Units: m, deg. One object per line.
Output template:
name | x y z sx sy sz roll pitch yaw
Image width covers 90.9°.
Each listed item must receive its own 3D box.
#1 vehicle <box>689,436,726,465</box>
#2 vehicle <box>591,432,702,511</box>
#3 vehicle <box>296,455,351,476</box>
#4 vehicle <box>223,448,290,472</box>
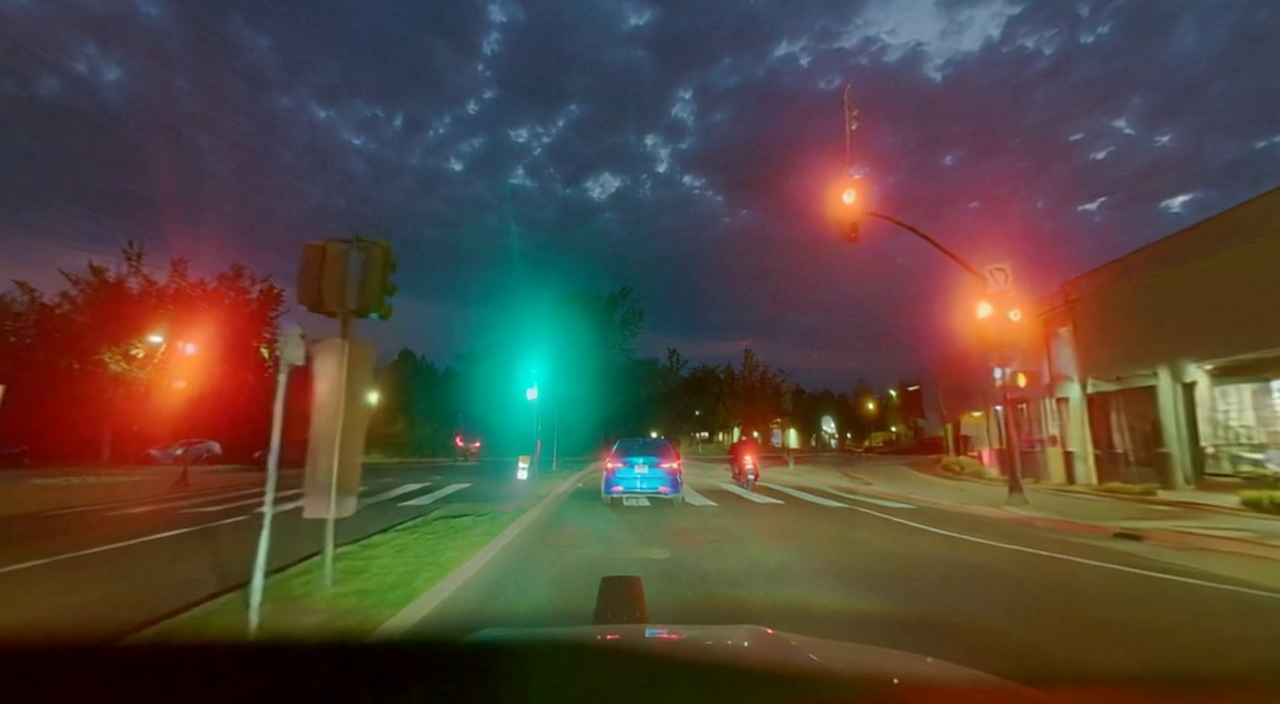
vehicle | 4.584 6.584 42.317 2.212 1.790 4.768 -2 -9 9
vehicle | 0.094 2.588 14.075 2.118 1.480 3.949 0 -9 -1
vehicle | -19.407 6.946 38.695 1.259 1.181 2.744 -6 -10 31
vehicle | -21.503 6.046 35.375 1.433 1.269 2.779 -6 -10 31
